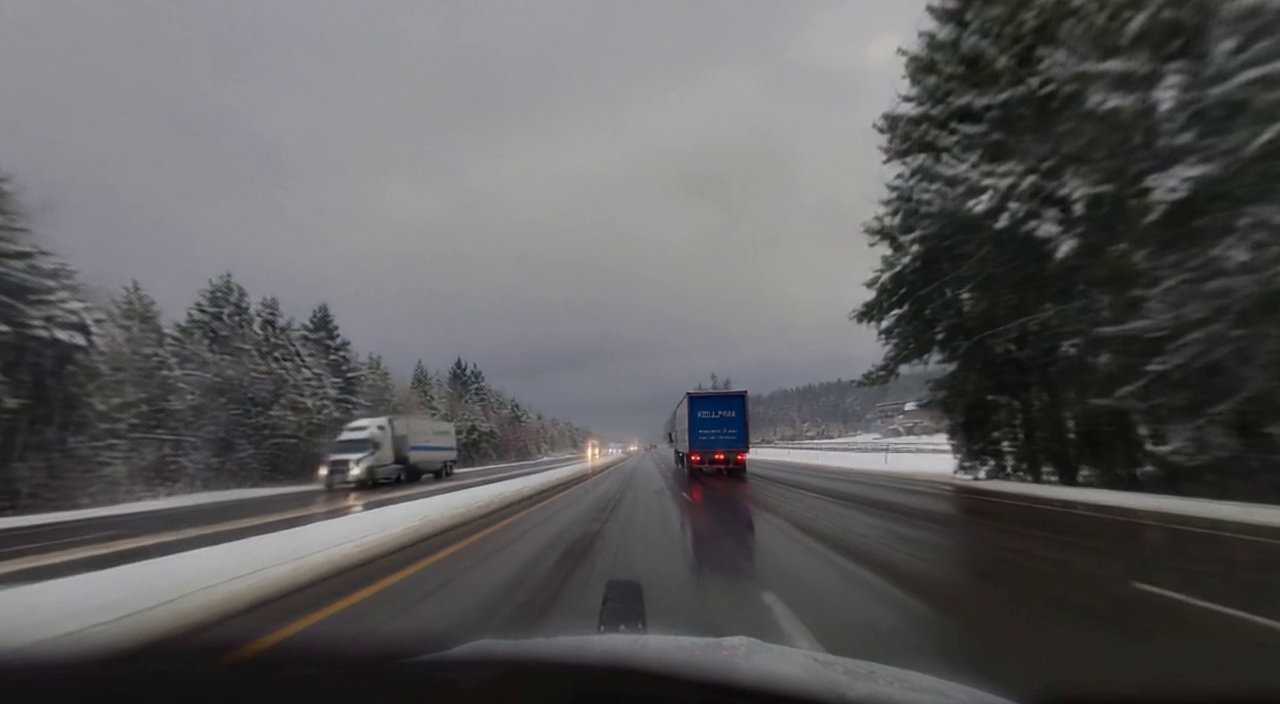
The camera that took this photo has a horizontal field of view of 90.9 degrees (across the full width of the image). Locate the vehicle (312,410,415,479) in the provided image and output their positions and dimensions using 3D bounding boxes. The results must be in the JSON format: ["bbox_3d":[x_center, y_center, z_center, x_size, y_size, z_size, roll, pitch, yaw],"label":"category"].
[{"bbox_3d":[-15.922,5.442,36.937,2.892,3.651,6.549,0,-9,1],"label":"vehicle"}]

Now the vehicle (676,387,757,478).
[{"bbox_3d":[3.968,4.712,35.988,3.341,4.269,12.252,0,-9,1],"label":"vehicle"}]
